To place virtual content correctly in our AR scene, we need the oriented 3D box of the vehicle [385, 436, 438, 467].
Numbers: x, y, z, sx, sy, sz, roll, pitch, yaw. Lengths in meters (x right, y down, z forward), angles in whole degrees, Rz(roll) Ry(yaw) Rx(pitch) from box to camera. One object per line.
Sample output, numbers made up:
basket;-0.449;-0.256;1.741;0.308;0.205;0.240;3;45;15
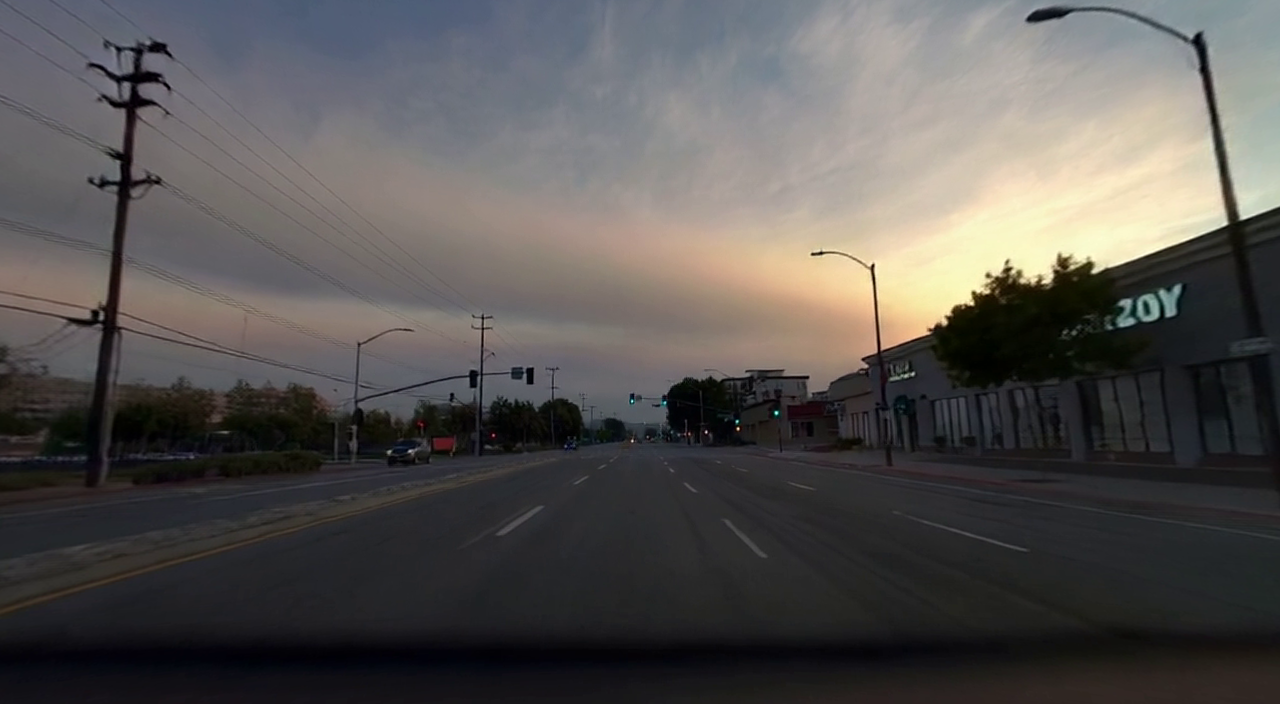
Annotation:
vehicle;-15.012;6.538;41.649;2.208;1.924;5.018;2;-8;-8
